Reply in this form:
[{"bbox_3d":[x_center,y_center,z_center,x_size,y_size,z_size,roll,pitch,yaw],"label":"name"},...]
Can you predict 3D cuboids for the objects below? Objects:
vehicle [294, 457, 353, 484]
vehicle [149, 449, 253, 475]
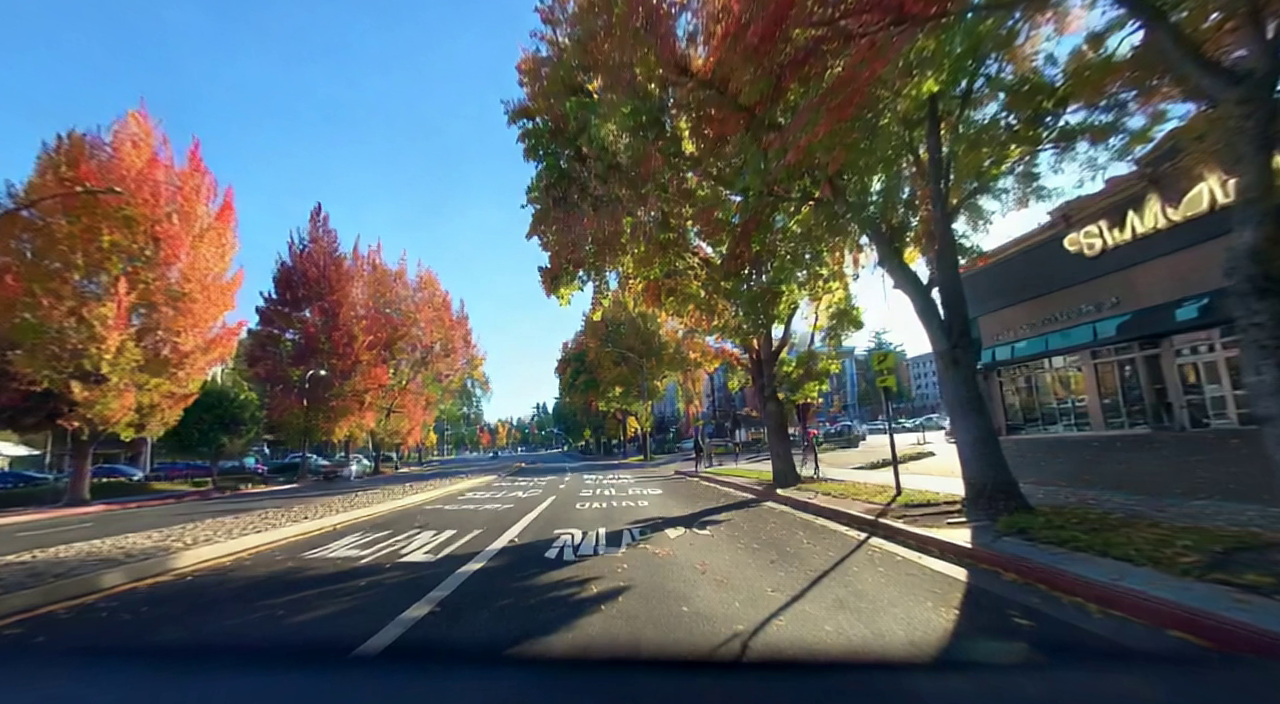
[{"bbox_3d":[-20.830,7.781,41.517,1.956,1.550,4.375,1,-9,-6],"label":"vehicle"},{"bbox_3d":[-31.808,7.984,45.626,5.746,1.807,2.140,1,-9,-8],"label":"vehicle"}]
